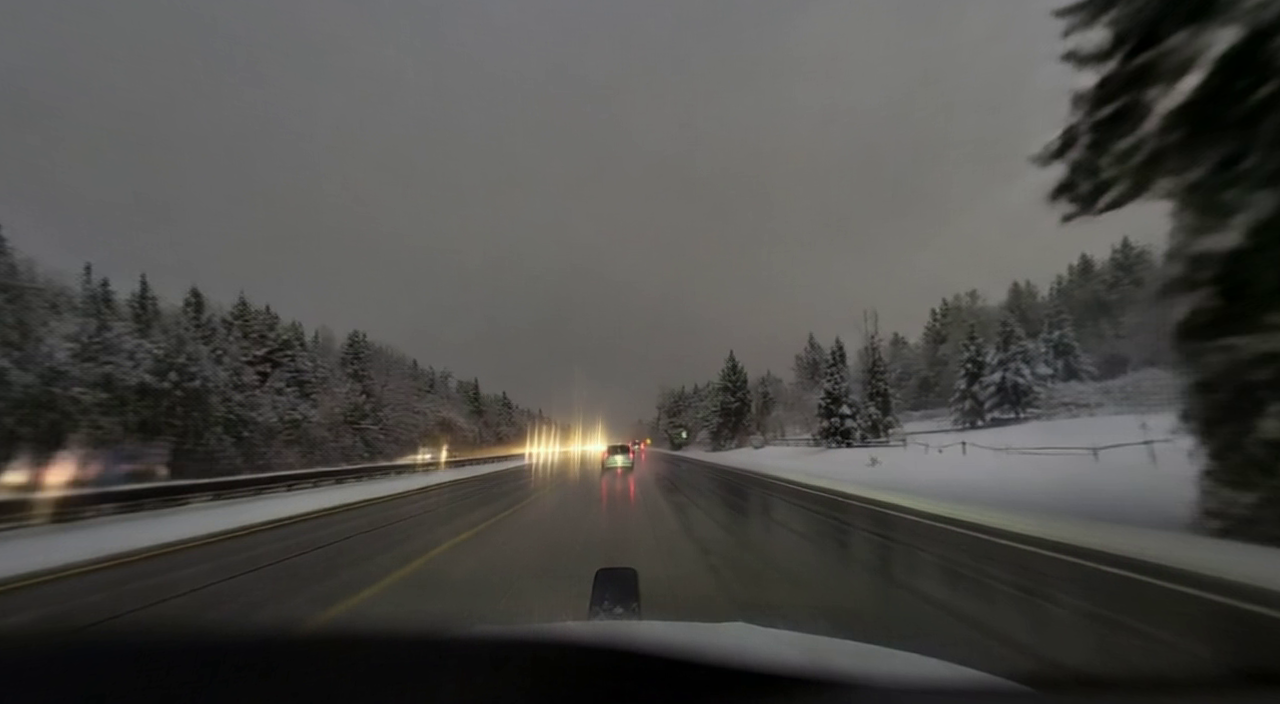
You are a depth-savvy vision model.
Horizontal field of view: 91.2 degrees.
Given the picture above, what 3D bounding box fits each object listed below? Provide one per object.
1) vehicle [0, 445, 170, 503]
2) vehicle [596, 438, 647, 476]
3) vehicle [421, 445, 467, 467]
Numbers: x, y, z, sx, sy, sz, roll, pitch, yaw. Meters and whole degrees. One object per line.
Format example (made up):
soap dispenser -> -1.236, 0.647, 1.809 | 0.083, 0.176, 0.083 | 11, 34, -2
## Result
vehicle -> -17.597, 3.797, 19.953 | 1.919, 1.589, 4.272 | 0, -9, -1
vehicle -> -0.792, 4.603, 27.615 | 2.095, 1.537, 4.017 | 0, -9, -1
vehicle -> -13.962, 7.403, 44.853 | 1.882, 1.474, 4.369 | -1, -9, -1
